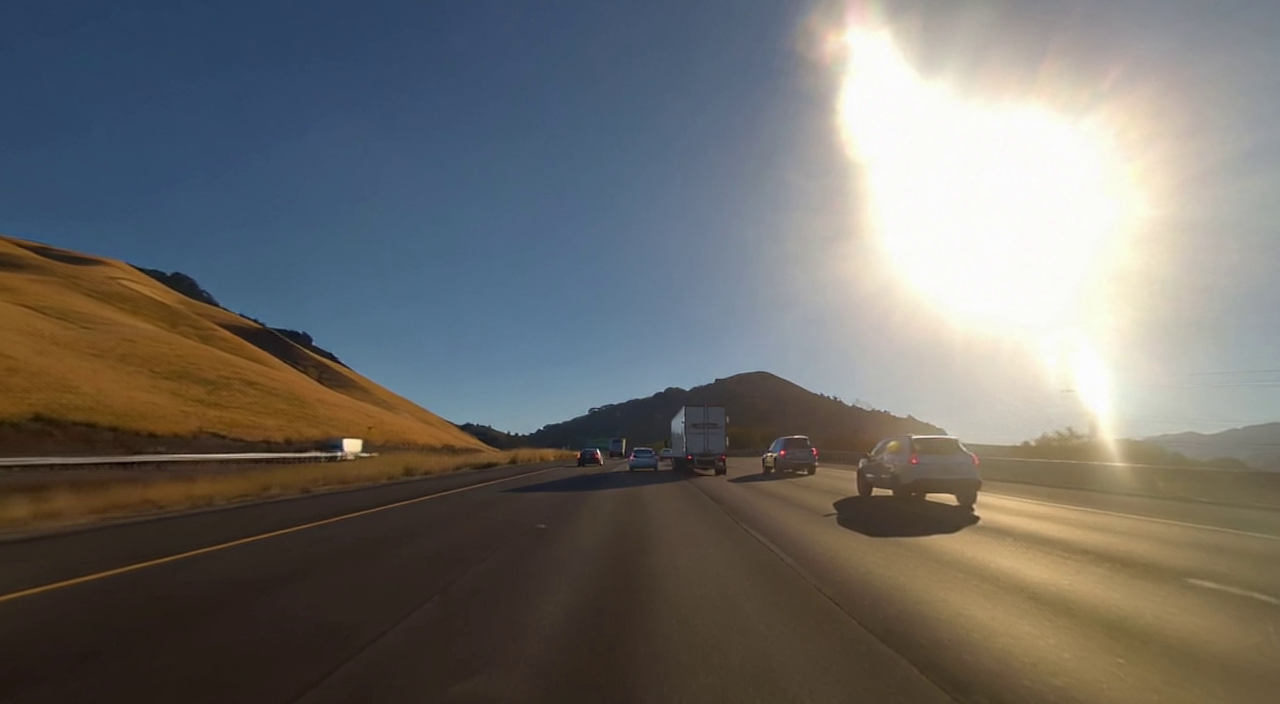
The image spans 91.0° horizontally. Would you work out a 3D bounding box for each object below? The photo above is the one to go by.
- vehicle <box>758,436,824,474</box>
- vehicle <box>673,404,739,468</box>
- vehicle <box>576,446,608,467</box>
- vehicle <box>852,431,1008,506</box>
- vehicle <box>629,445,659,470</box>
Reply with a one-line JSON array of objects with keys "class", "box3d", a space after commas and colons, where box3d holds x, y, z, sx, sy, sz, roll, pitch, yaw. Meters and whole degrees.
[{"class": "vehicle", "box3d": [7.484, 5.170, 31.796, 2.143, 1.775, 4.729, 0, -9, 0]}, {"class": "vehicle", "box3d": [3.991, 5.552, 41.036, 3.130, 3.607, 11.129, 0, -9, 0]}, {"class": "vehicle", "box3d": [-3.627, 7.965, 48.190, 2.132, 1.506, 4.256, 0, -9, 0]}, {"class": "vehicle", "box3d": [7.339, 2.976, 16.565, 2.044, 1.676, 4.421, 0, -9, 1]}, {"class": "vehicle", "box3d": [0.216, 6.914, 41.461, 1.866, 1.492, 3.932, 0, -9, 0]}]
